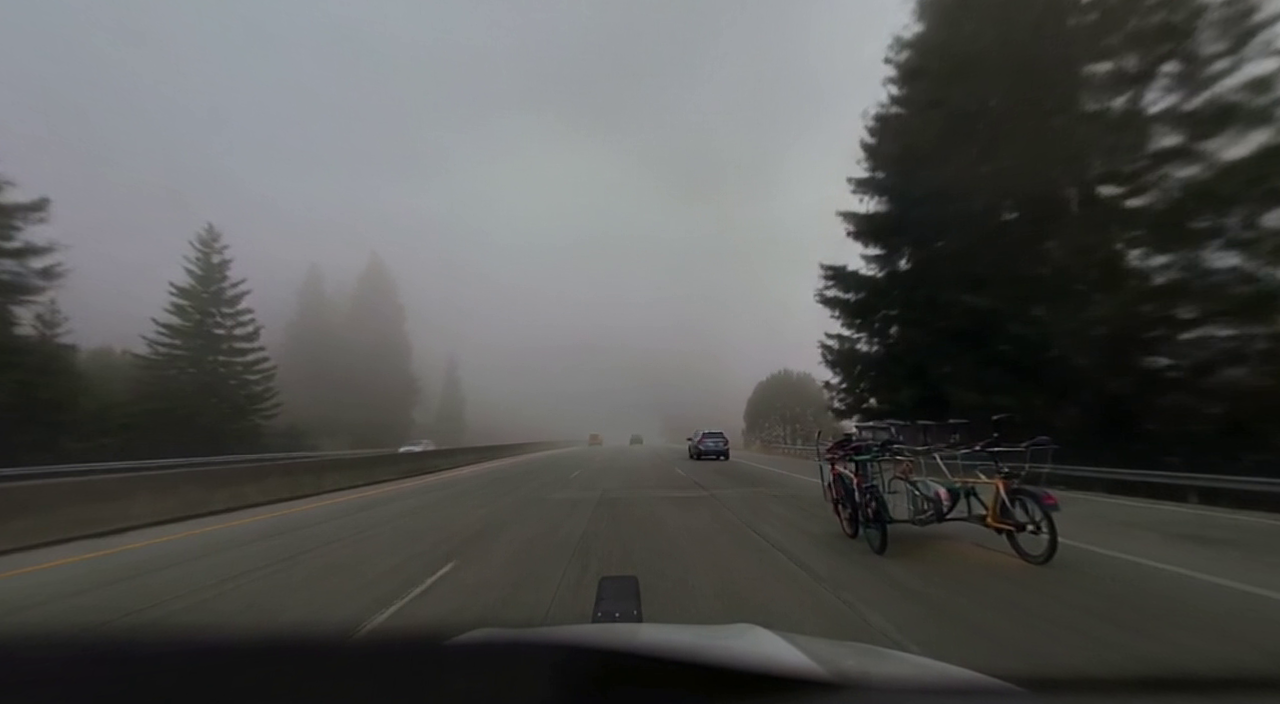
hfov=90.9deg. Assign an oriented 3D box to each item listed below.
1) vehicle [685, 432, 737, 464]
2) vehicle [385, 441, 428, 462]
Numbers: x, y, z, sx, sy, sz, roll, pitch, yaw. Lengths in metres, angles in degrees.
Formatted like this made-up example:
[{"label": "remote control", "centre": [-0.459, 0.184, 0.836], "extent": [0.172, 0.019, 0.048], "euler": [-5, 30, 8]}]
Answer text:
[{"label": "vehicle", "centre": [3.393, 4.656, 30.911], "extent": [1.911, 1.449, 3.776], "euler": [0, -8, -3]}, {"label": "vehicle", "centre": [-17.608, 7.509, 47.696], "extent": [1.745, 1.427, 3.798], "euler": [0, -8, 0]}]
